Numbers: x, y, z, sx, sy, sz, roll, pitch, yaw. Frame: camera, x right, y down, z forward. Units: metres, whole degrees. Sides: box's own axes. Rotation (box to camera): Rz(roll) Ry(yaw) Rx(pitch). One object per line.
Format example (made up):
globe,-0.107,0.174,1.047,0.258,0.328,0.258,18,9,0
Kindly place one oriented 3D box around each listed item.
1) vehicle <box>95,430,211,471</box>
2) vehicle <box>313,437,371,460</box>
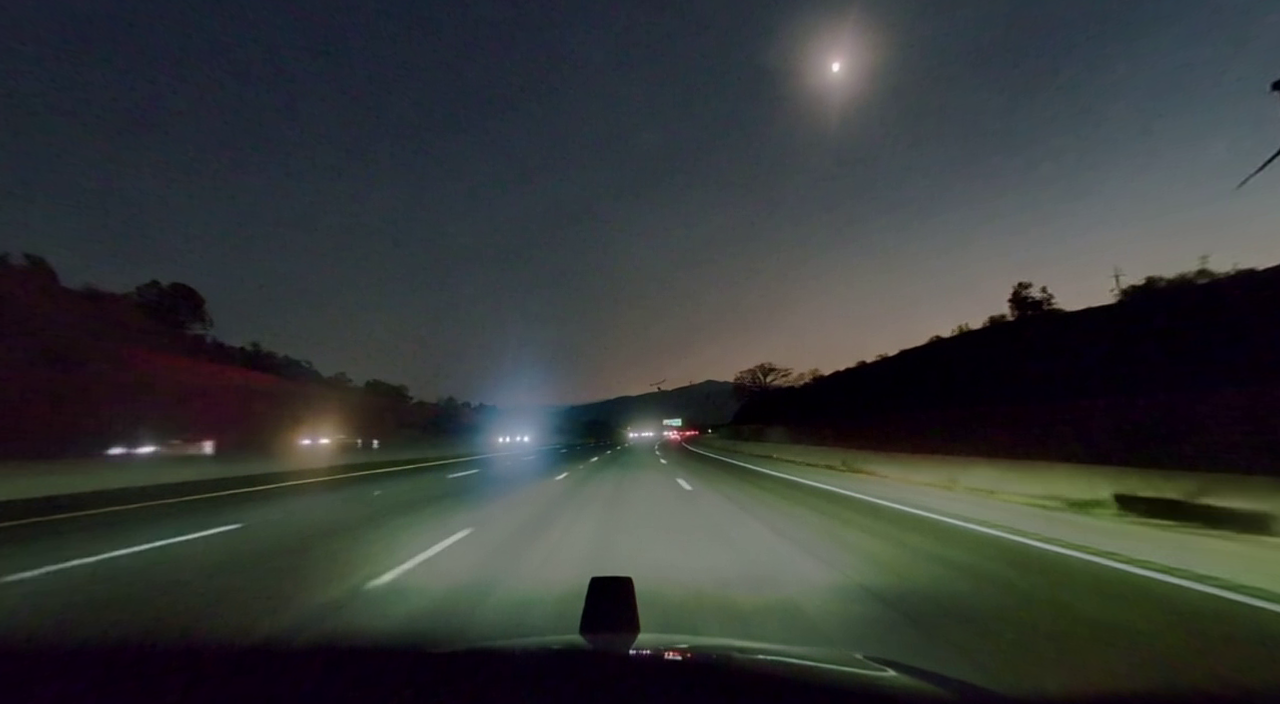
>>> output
vehicle,-23.898,4.827,31.172,2.006,1.838,4.631,0,-8,0
vehicle,-19.992,6.455,42.417,1.875,1.456,4.044,0,-8,1
